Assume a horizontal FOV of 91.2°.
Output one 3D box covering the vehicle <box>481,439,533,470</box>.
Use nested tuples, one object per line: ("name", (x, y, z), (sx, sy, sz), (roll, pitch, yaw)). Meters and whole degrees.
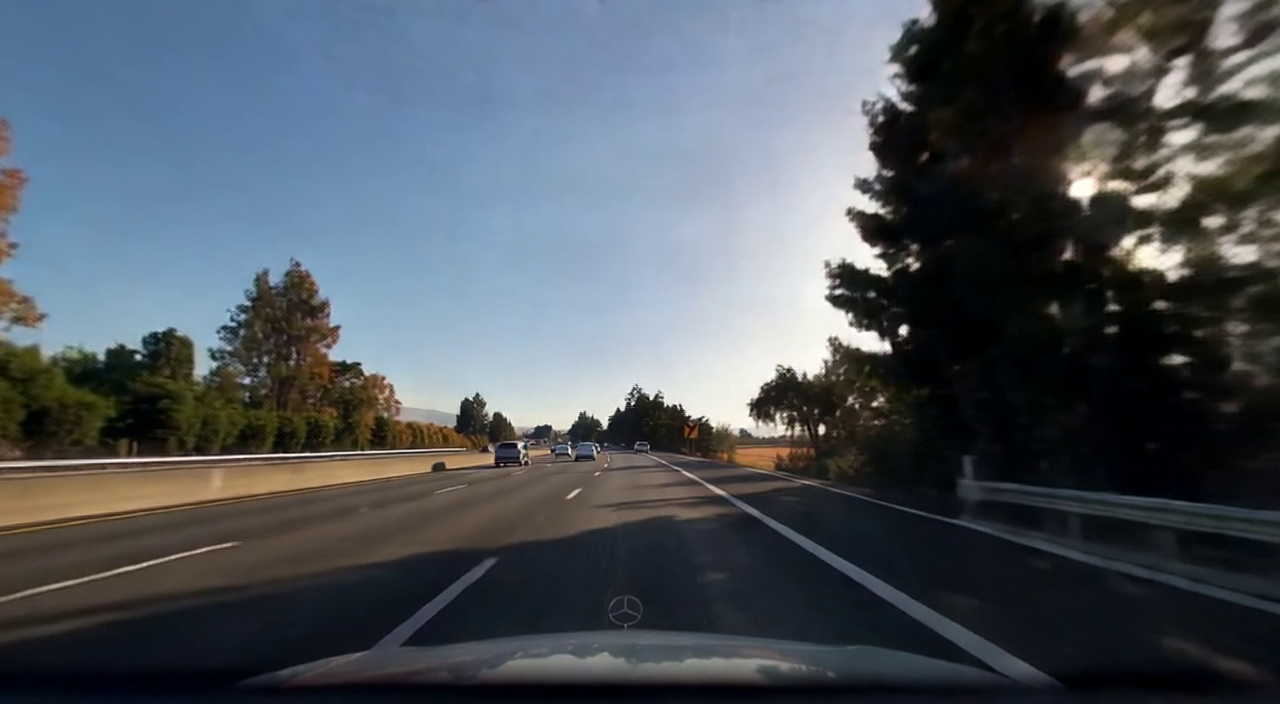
("vehicle", (-7.671, 5.965, 36.713), (2.080, 1.632, 4.332), (0, -8, 0))

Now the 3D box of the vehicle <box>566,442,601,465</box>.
("vehicle", (-3.894, 7.124, 44.019), (2.075, 1.516, 4.212), (0, -8, -1))
